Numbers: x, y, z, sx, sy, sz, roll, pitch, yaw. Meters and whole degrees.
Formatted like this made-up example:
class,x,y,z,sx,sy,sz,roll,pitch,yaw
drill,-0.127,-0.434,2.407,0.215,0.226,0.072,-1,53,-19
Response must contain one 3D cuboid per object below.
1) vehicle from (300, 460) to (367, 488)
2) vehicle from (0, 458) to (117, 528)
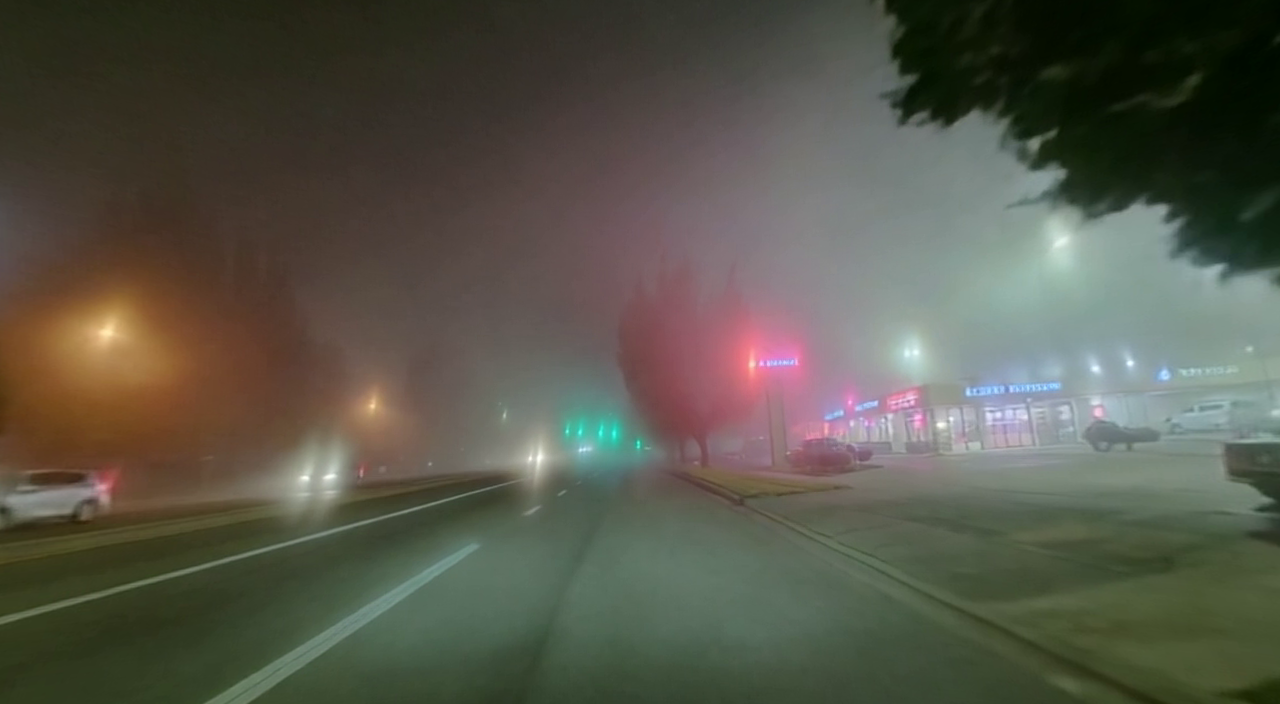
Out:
class,x,y,z,sx,sy,sz,roll,pitch,yaw
vehicle,-18.614,7.393,38.418,1.834,1.469,4.496,0,-8,0
vehicle,-18.455,4.081,18.406,2.067,1.806,4.832,0,-8,0
